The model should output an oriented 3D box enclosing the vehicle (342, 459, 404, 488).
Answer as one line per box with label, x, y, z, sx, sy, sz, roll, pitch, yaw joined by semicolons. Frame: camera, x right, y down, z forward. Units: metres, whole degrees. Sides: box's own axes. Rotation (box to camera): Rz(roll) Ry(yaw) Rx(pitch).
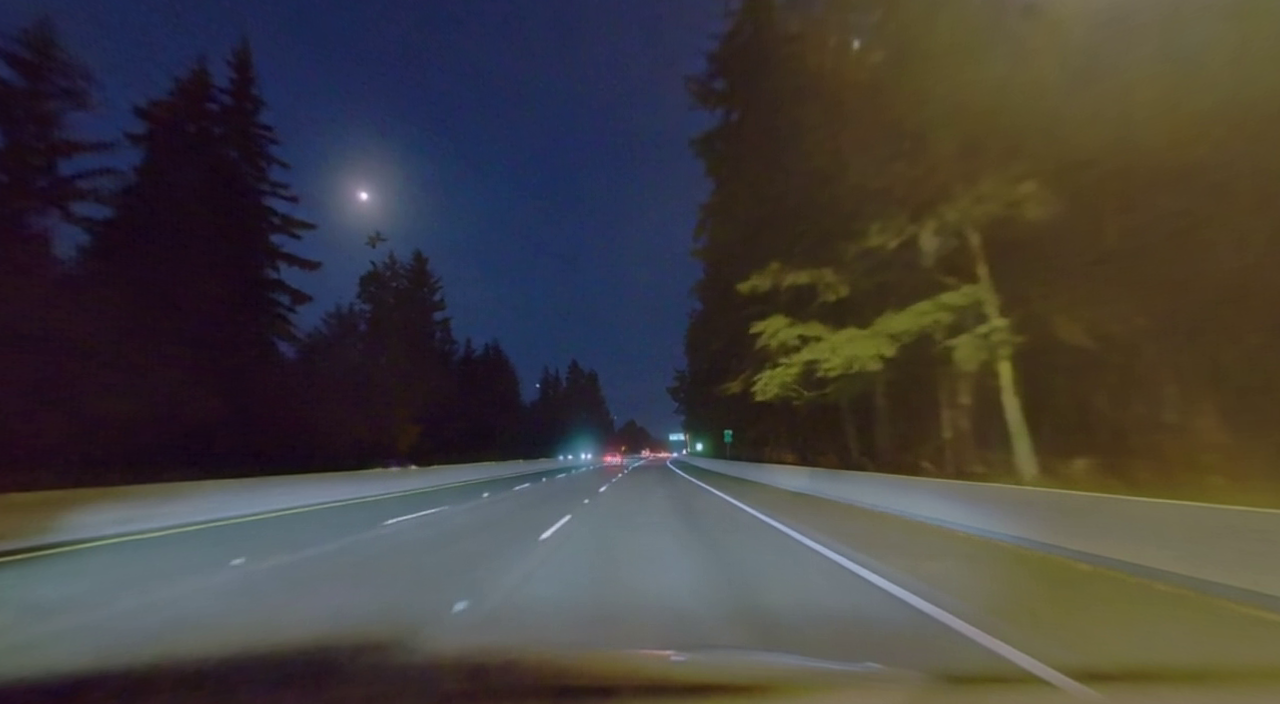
vehicle;-14.932;6.788;35.305;1.780;1.447;3.766;0;-9;1
